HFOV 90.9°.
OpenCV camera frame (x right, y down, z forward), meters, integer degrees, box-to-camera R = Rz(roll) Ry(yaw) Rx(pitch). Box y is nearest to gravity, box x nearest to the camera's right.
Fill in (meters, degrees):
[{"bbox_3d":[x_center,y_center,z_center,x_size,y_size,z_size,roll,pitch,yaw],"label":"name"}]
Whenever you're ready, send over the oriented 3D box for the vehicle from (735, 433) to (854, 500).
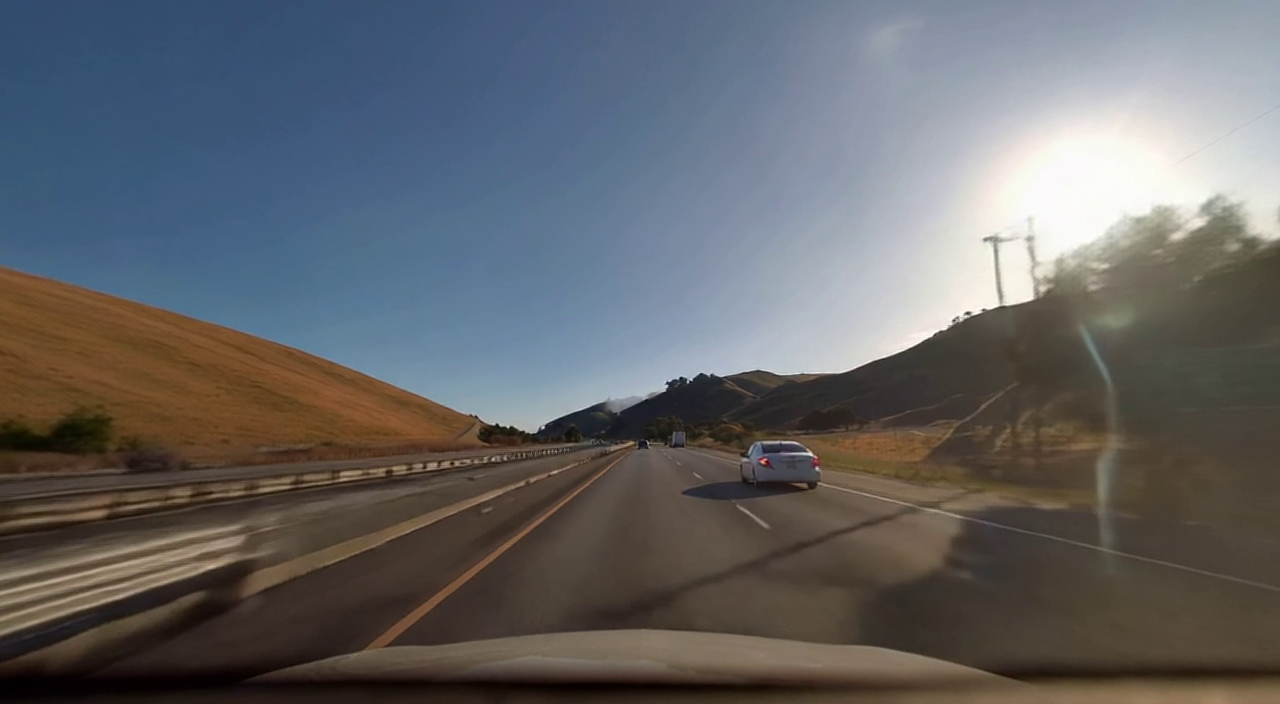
[{"bbox_3d":[3.910,2.965,16.858,1.960,1.516,4.657,0,-8,0],"label":"vehicle"}]
